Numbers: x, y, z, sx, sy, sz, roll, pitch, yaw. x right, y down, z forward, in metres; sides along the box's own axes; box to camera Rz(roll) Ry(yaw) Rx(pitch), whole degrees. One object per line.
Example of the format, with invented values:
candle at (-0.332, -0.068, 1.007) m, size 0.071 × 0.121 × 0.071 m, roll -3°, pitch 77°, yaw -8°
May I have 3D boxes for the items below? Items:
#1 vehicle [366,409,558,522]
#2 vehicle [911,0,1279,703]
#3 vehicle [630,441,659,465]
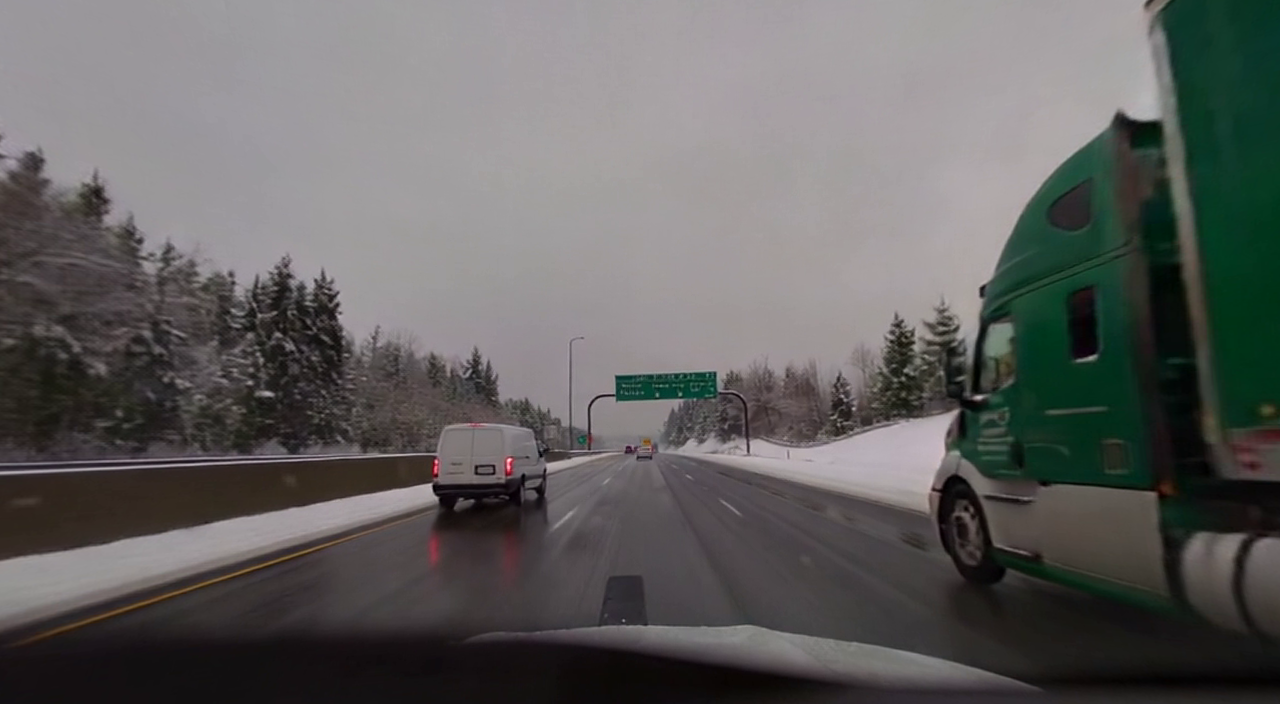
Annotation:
vehicle at (-3.433, 2.391, 13.767) m, size 2.572 × 1.927 × 5.803 m, roll 0°, pitch -9°, yaw -1°
vehicle at (4.159, -0.144, 2.455) m, size 3.007 × 3.949 × 7.005 m, roll 0°, pitch -9°, yaw 0°
vehicle at (0.290, 7.485, 46.628) m, size 2.067 × 1.690 × 3.901 m, roll 0°, pitch -9°, yaw -1°
